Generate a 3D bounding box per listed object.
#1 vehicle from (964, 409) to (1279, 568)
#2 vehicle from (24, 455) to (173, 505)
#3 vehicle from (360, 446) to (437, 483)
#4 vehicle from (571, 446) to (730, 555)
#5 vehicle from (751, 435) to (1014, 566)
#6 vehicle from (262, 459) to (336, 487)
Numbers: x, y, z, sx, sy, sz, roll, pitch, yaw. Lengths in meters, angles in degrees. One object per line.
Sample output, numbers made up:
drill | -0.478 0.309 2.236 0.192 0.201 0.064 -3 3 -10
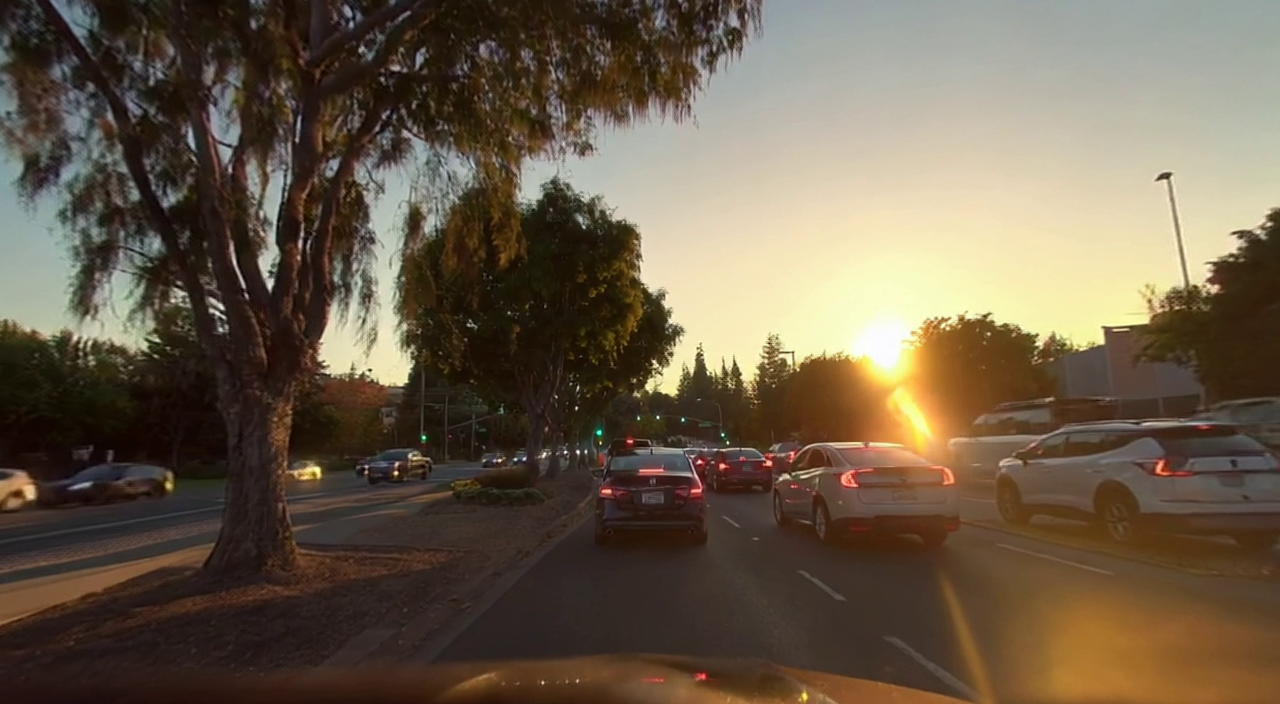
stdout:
vehicle | 6.904 1.827 9.169 1.987 1.730 4.373 0 -9 -1
vehicle | -22.257 5.235 26.292 2.034 1.798 4.734 0 -9 -1
vehicle | -11.739 5.480 31.112 1.980 1.675 4.581 0 -9 0
vehicle | 0.084 2.175 10.010 1.990 1.347 4.067 0 -9 -1
vehicle | 3.178 2.051 9.650 1.970 1.445 4.974 0 -9 -1
vehicle | -18.512 6.563 34.481 1.798 1.333 3.944 0 -9 0
